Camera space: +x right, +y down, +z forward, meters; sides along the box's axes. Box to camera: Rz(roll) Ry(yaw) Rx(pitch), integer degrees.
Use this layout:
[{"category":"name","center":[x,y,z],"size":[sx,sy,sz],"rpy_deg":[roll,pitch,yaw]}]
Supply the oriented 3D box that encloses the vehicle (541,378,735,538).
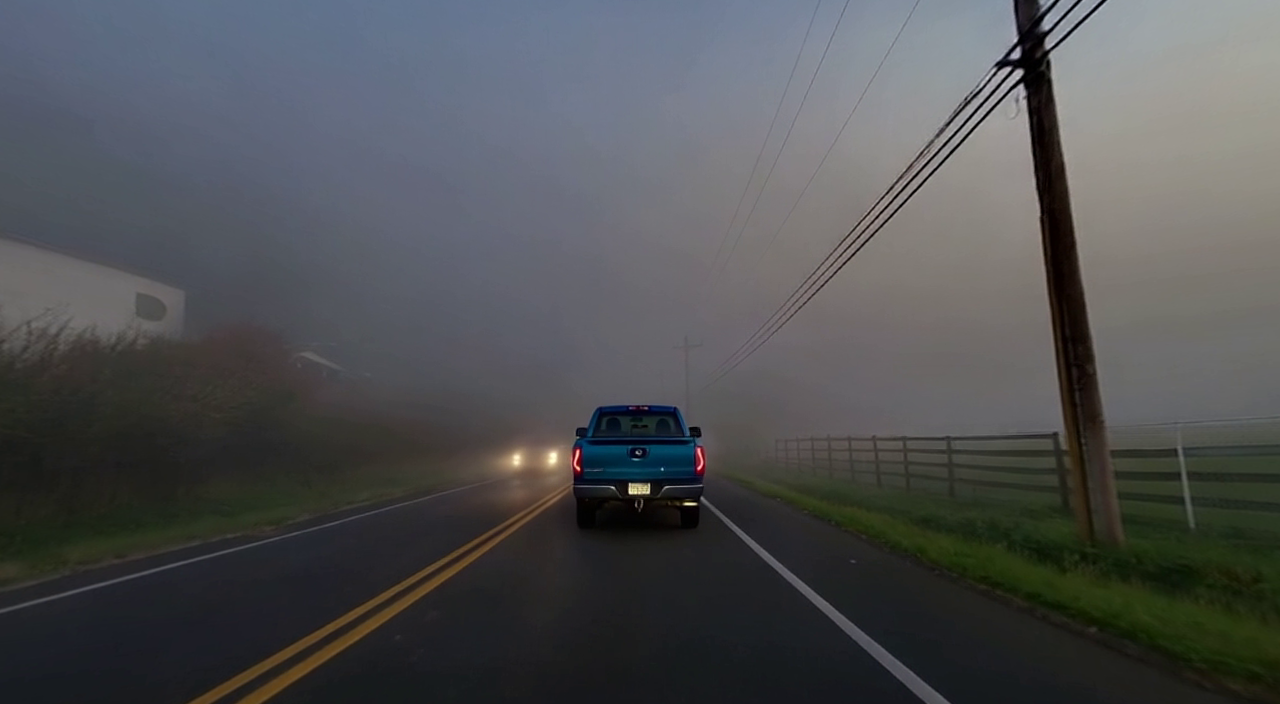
[{"category":"vehicle","center":[-0.075,1.914,11.851],"size":[2.693,2.223,5.885],"rpy_deg":[0,-8,-1]}]
